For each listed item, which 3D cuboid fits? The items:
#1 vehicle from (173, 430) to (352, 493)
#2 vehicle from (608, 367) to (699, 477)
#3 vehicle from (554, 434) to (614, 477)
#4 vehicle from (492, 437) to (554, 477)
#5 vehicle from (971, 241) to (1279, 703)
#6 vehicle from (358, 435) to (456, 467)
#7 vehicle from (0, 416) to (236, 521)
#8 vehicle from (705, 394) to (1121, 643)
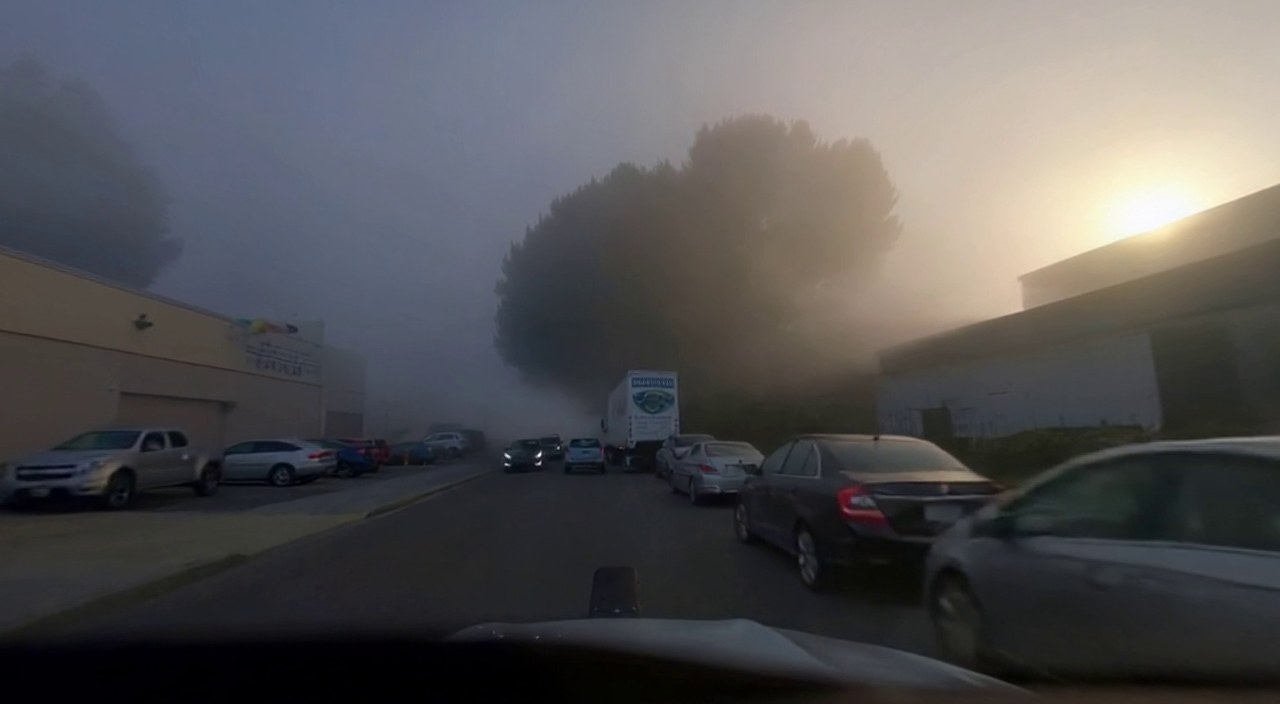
[{"bbox_3d":[-9.859,2.863,16.727,3.569,1.520,1.797,1,-8,-7],"label":"vehicle"},{"bbox_3d":[0.147,3.628,30.821,2.865,4.113,14.471,1,-8,-5],"label":"vehicle"},{"bbox_3d":[-2.171,4.013,24.720,2.160,1.498,3.909,0,-8,-4],"label":"vehicle"},{"bbox_3d":[-4.717,4.258,25.902,1.989,1.481,4.008,0,-8,-3],"label":"vehicle"},{"bbox_3d":[2.510,0.602,1.730,1.686,1.786,2.276,-1,-9,-6],"label":"vehicle"},{"bbox_3d":[-11.053,4.725,30.106,4.015,1.461,1.903,1,-8,-8],"label":"vehicle"},{"bbox_3d":[-10.364,2.281,12.792,1.996,1.719,4.382,3,-9,-11],"label":"vehicle"},{"bbox_3d":[2.133,1.437,6.575,1.900,1.644,4.448,1,-8,-7],"label":"vehicle"}]
